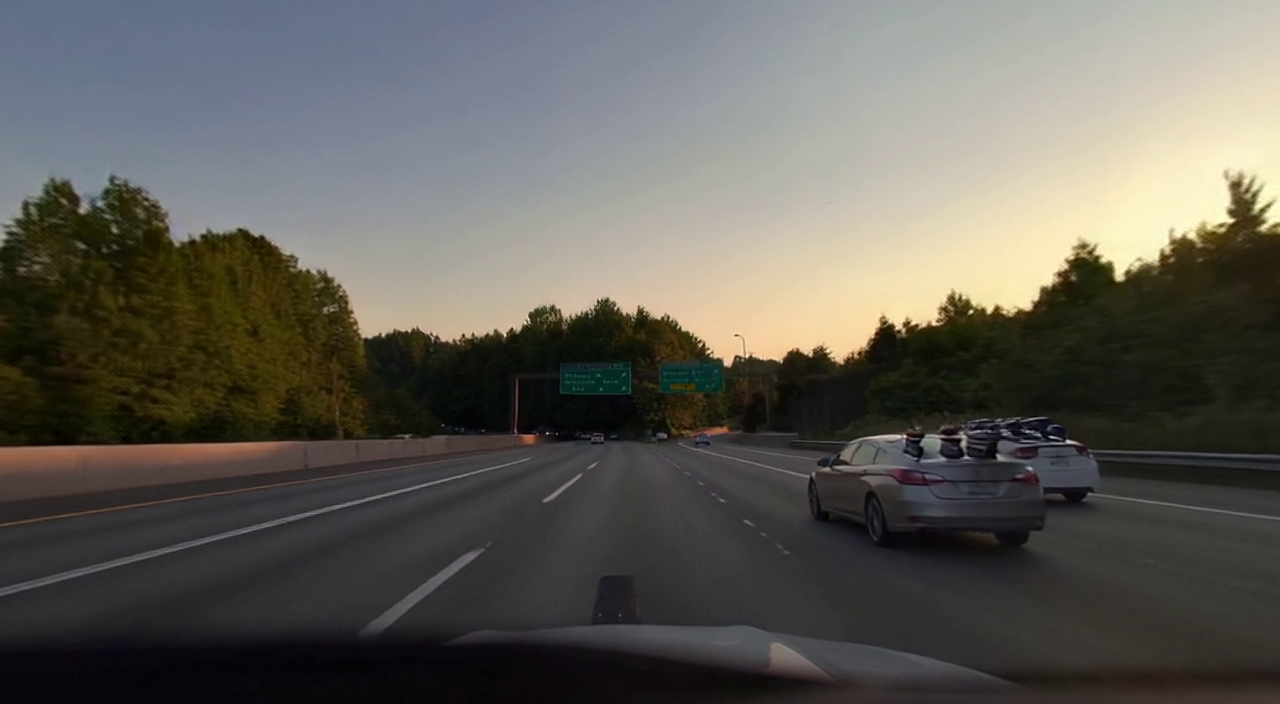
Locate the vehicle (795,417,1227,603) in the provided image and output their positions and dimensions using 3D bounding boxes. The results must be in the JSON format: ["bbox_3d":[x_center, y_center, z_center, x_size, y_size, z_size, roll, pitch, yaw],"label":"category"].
[{"bbox_3d":[3.506,1.540,7.300,2.094,1.441,4.568,0,-8,-3],"label":"vehicle"}]
